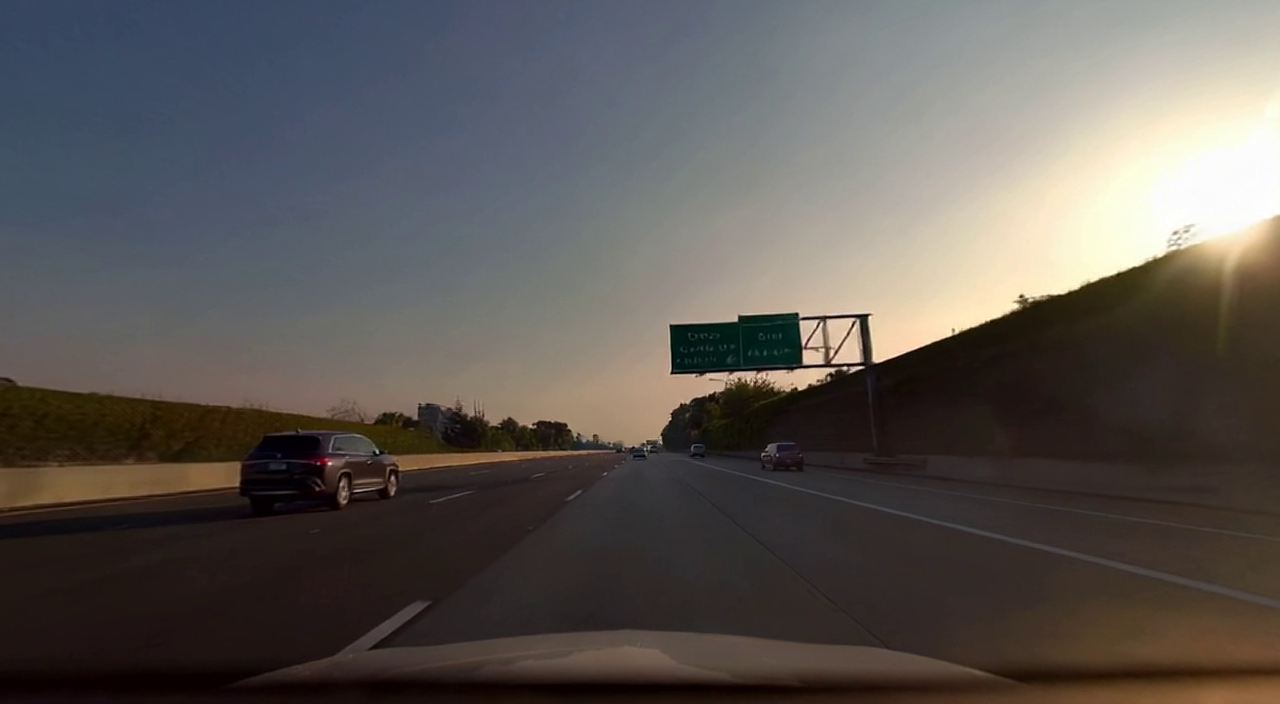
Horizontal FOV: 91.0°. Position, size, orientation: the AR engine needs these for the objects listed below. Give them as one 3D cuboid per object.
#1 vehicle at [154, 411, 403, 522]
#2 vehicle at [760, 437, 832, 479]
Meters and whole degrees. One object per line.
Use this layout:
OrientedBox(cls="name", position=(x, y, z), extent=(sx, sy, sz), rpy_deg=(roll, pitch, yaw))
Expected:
OrientedBox(cls="vehicle", position=(-7.568, 2.483, 14.094), extent=(2.431, 2.005, 5.166), rpy_deg=(0, -9, 1))
OrientedBox(cls="vehicle", position=(7.073, 4.879, 29.114), extent=(2.167, 1.781, 4.340), rpy_deg=(0, -9, -1))
